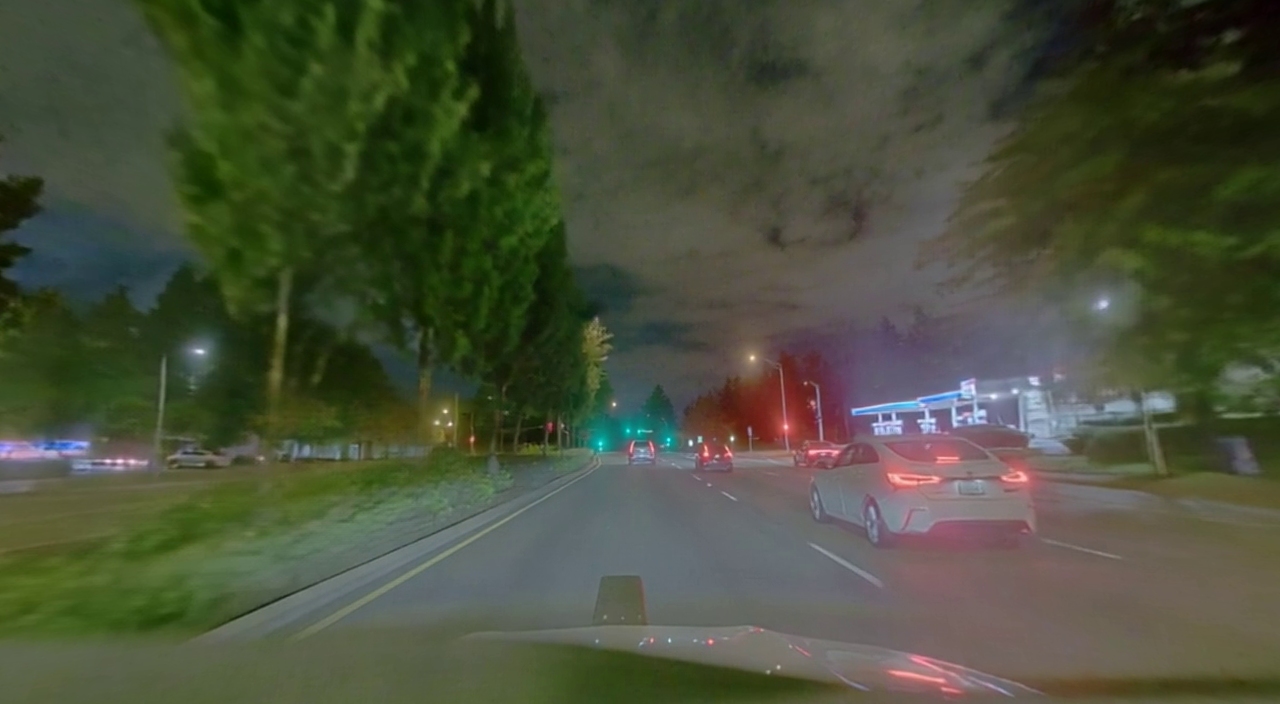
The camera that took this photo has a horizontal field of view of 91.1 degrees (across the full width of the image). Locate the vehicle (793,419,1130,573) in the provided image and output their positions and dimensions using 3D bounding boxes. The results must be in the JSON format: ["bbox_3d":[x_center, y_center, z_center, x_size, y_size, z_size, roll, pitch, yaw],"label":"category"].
[{"bbox_3d":[3.770,1.782,8.653,2.119,1.509,4.756,0,-9,0],"label":"vehicle"}]

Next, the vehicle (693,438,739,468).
[{"bbox_3d":[4.156,5.614,35.073,1.980,1.515,4.362,0,-8,-1],"label":"vehicle"}]

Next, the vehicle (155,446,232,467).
[{"bbox_3d":[-34.137,7.961,48.031,4.595,1.533,1.853,-1,-9,5],"label":"vehicle"}]

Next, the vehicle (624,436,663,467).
[{"bbox_3d":[0.182,5.814,36.667,2.172,1.694,4.055,0,-8,0],"label":"vehicle"}]
